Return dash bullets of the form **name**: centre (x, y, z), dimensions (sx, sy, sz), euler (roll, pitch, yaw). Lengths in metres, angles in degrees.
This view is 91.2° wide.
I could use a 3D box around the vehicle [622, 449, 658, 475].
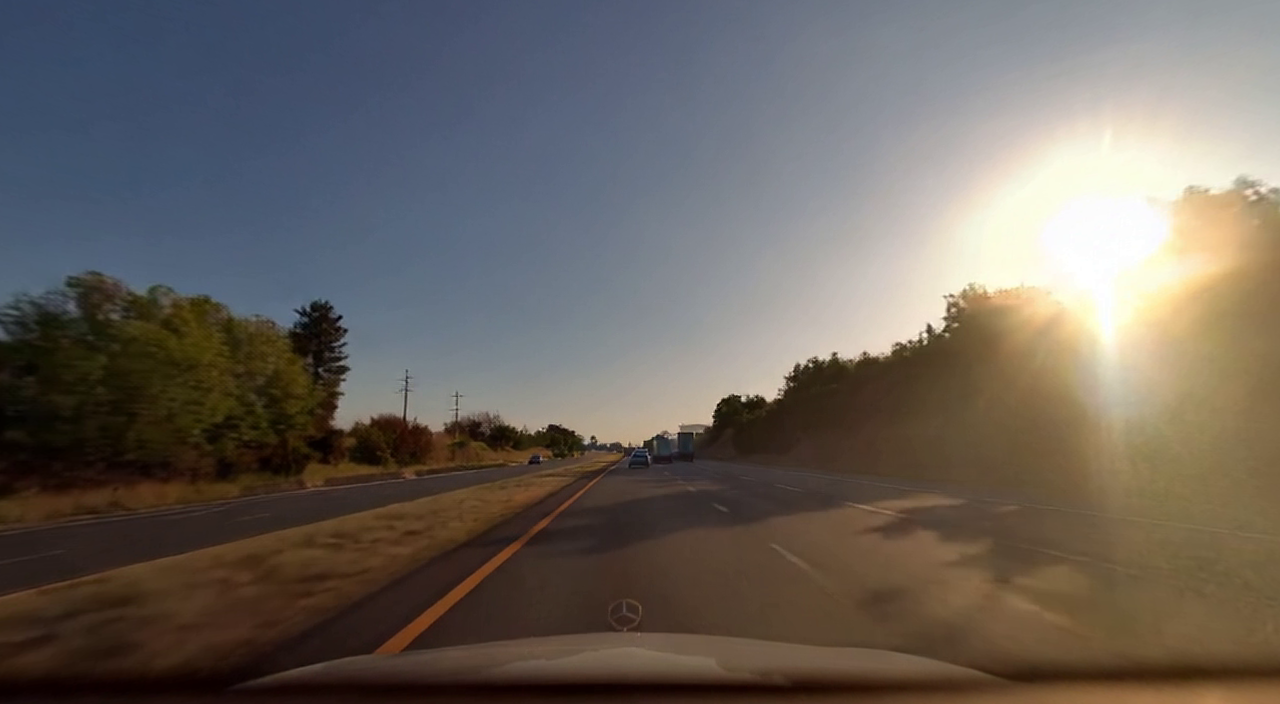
- **vehicle**: centre (-0.048, 6.574, 37.687), dimensions (2.083, 1.473, 3.923), euler (0, -9, -1)
